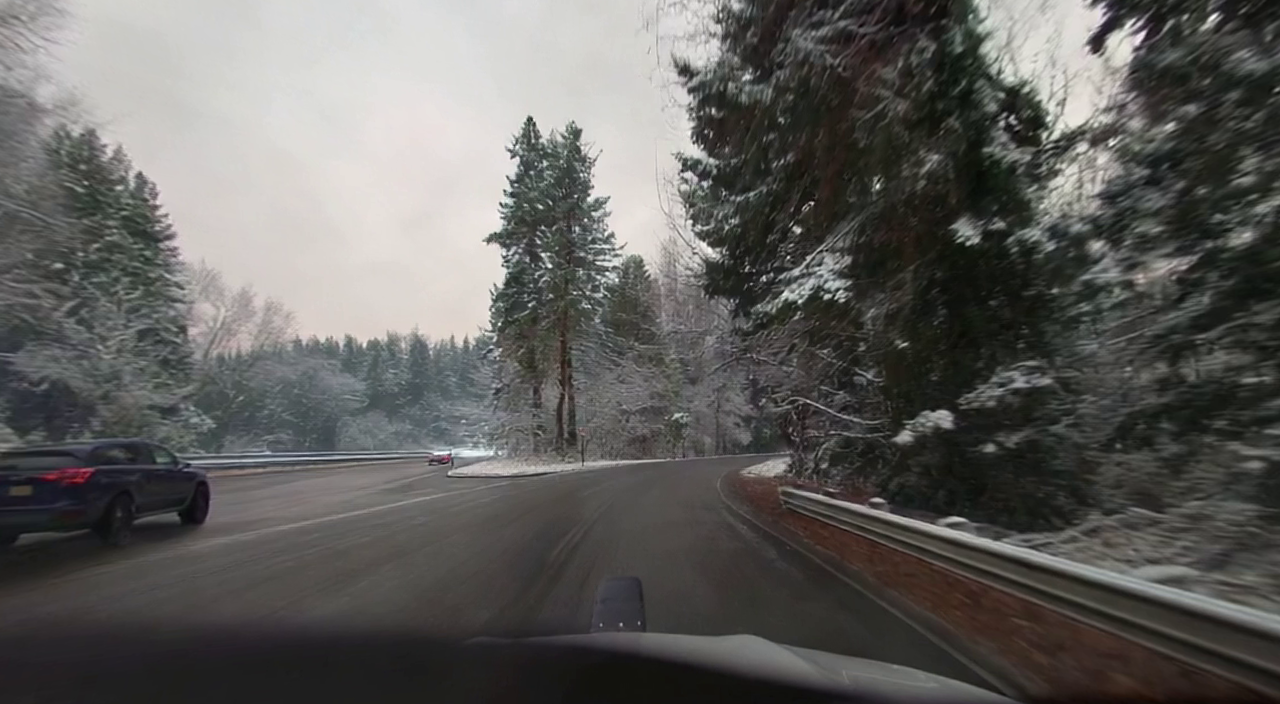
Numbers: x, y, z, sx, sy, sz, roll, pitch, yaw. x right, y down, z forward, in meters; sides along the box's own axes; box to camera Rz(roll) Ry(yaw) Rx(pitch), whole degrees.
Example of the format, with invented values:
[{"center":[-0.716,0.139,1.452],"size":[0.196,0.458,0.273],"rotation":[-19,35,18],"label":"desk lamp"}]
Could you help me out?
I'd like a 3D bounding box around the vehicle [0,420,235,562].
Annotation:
[{"center":[-8.210,1.851,9.049],"size":[2.015,1.517,4.991],"rotation":[1,-9,-8],"label":"vehicle"}]
